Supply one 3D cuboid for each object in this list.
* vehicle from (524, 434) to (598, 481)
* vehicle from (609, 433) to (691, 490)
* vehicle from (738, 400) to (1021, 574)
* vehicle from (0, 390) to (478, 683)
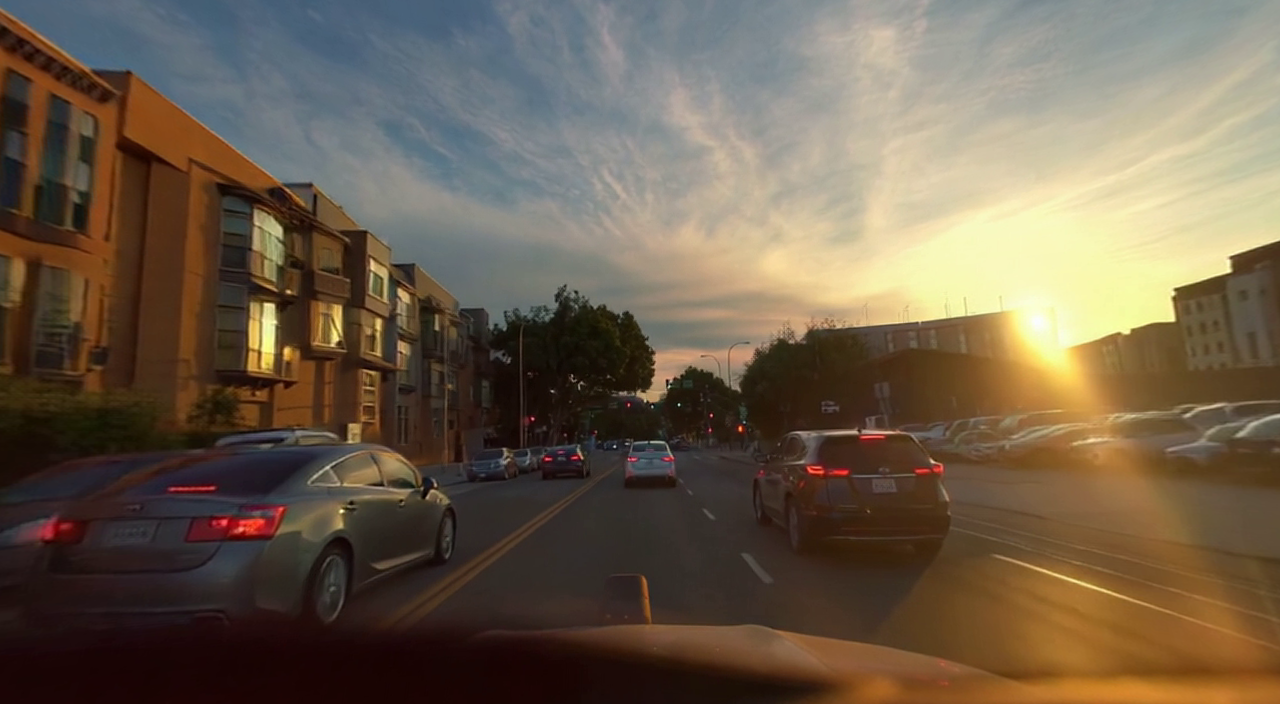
[{"bbox_3d":[-2.717,3.776,22.802,2.019,1.507,4.643,0,-8,1],"label":"vehicle"},{"bbox_3d":[0.253,3.201,18.740,2.139,1.466,4.373,0,-8,0],"label":"vehicle"},{"bbox_3d":[2.715,1.661,8.488,2.094,1.709,4.394,0,-8,1],"label":"vehicle"},{"bbox_3d":[-3.058,1.323,5.584,2.085,1.619,3.976,0,-8,1],"label":"vehicle"}]
